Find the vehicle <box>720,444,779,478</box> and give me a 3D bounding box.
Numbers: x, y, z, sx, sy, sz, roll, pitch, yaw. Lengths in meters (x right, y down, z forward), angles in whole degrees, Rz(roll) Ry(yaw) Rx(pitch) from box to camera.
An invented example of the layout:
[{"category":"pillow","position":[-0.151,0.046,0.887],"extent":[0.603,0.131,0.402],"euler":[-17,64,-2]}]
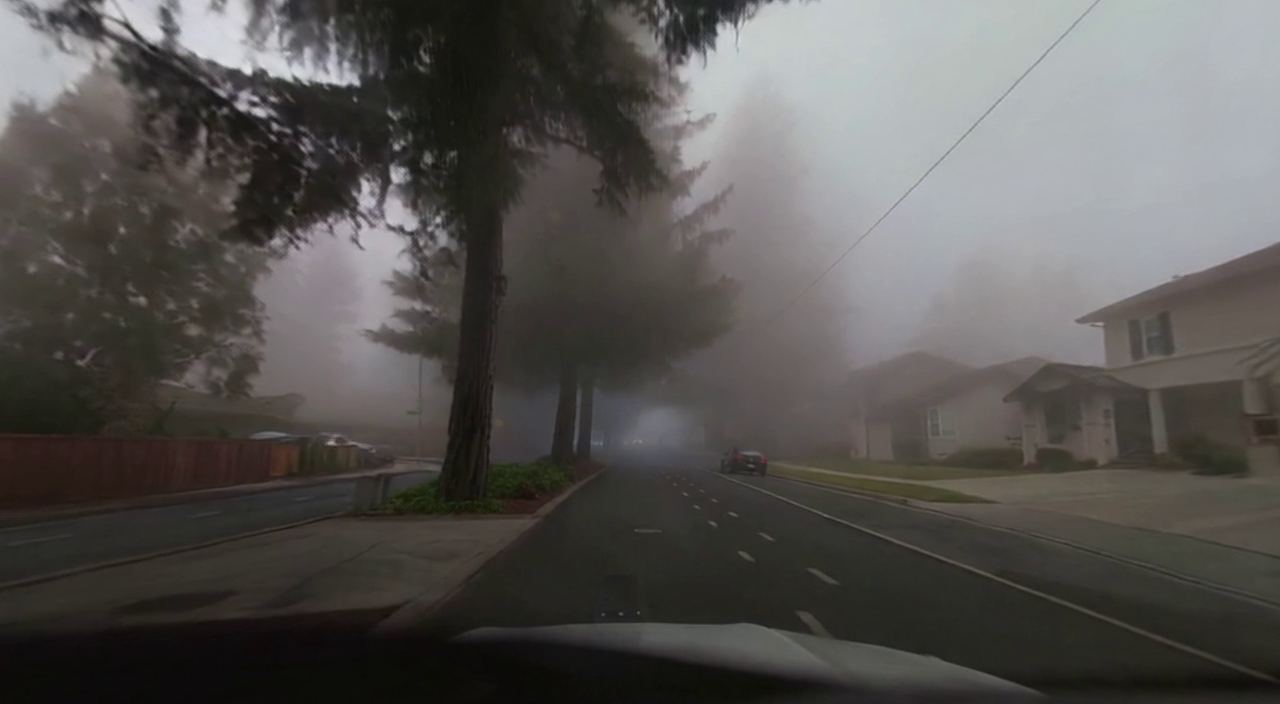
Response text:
[{"category":"vehicle","position":[5.050,5.063,29.690],"extent":[1.904,1.475,4.386],"euler":[0,-8,-1]}]
